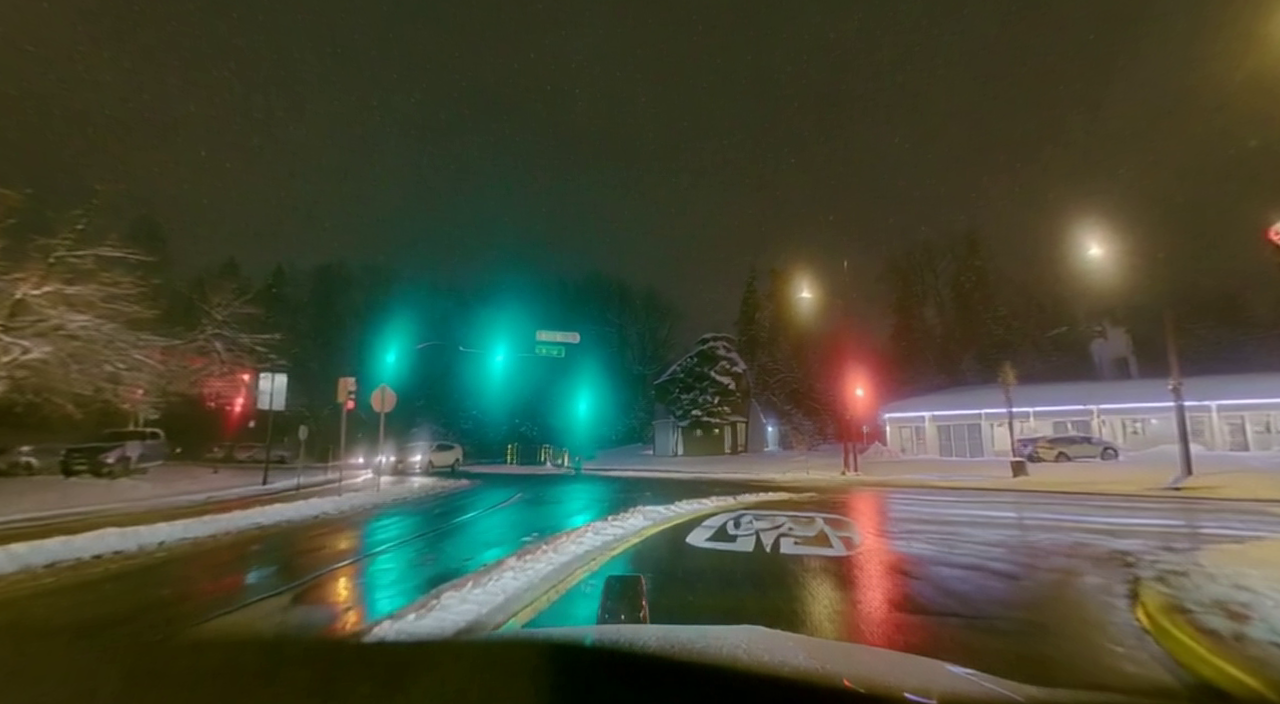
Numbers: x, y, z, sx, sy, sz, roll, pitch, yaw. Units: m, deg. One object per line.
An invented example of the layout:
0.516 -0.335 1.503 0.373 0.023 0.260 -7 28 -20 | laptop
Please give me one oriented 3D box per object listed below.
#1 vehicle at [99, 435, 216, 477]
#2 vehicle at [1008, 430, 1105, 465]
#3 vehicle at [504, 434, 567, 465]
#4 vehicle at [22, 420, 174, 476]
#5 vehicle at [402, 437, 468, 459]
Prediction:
-17.716 3.821 23.306 1.789 1.399 4.236 2 -9 -14 | vehicle
24.657 5.673 37.392 4.474 1.956 2.263 -4 -9 27 | vehicle
-6.884 6.453 41.752 2.072 1.922 4.112 -4 -9 27 | vehicle
-20.865 3.731 24.544 2.337 1.934 4.843 2 -9 -12 | vehicle
-15.439 7.252 47.568 2.015 1.529 4.598 -4 -9 27 | vehicle
